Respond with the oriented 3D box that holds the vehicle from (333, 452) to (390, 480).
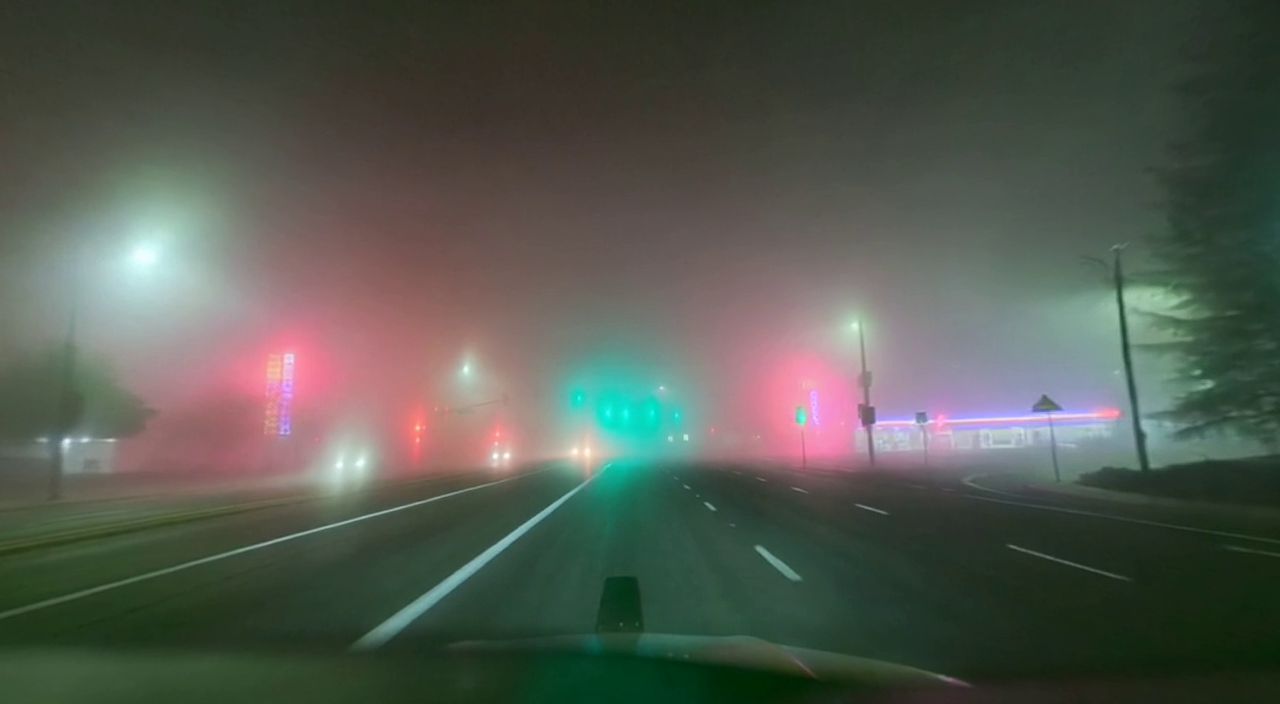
[{"bbox_3d":[-16.204,6.619,37.048,1.930,1.473,4.480,1,-8,-9],"label":"vehicle"}]
